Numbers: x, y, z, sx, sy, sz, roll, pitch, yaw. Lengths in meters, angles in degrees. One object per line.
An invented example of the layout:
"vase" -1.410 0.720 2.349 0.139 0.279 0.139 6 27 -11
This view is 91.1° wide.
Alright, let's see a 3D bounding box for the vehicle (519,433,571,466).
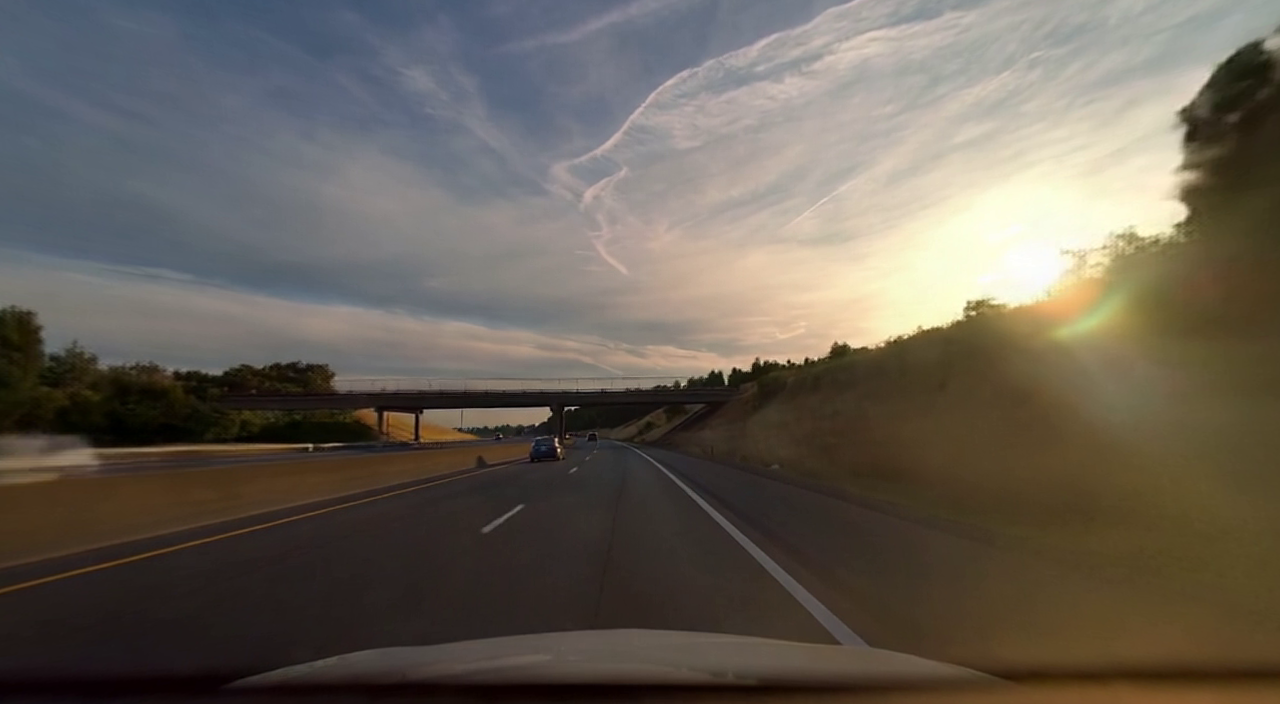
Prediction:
"vehicle" -4.698 4.842 31.580 2.005 1.509 4.260 0 -8 -1
